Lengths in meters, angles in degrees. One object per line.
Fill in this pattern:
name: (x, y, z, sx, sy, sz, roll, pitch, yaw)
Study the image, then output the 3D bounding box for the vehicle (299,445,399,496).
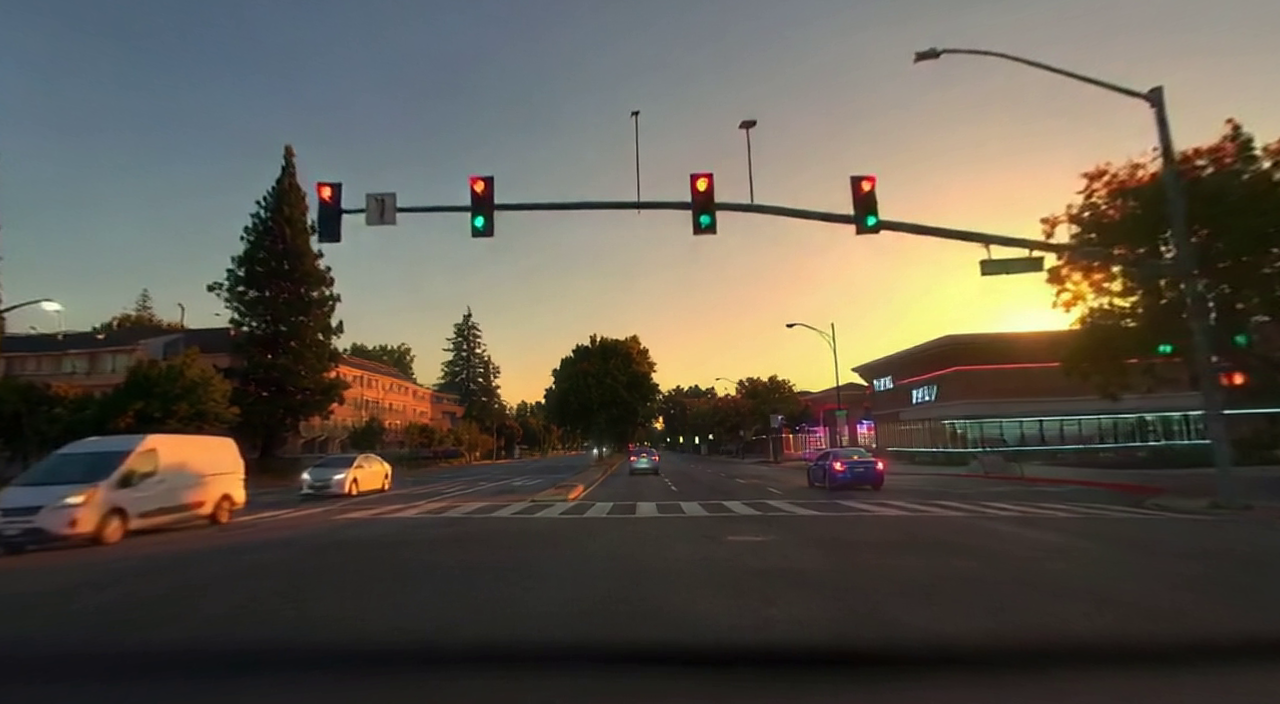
vehicle: (-10.937, 4.436, 24.103, 1.911, 1.779, 4.067, 0, -8, -1)

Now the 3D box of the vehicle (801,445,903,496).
vehicle: (6.744, 3.788, 20.604, 1.849, 1.464, 4.119, 0, -8, 0)

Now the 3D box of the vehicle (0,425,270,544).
vehicle: (-10.920, 2.715, 13.800, 2.345, 2.052, 5.396, 0, -8, 0)

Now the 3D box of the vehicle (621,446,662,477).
vehicle: (0.028, 5.716, 33.252, 2.027, 1.494, 3.942, 0, -8, -1)
